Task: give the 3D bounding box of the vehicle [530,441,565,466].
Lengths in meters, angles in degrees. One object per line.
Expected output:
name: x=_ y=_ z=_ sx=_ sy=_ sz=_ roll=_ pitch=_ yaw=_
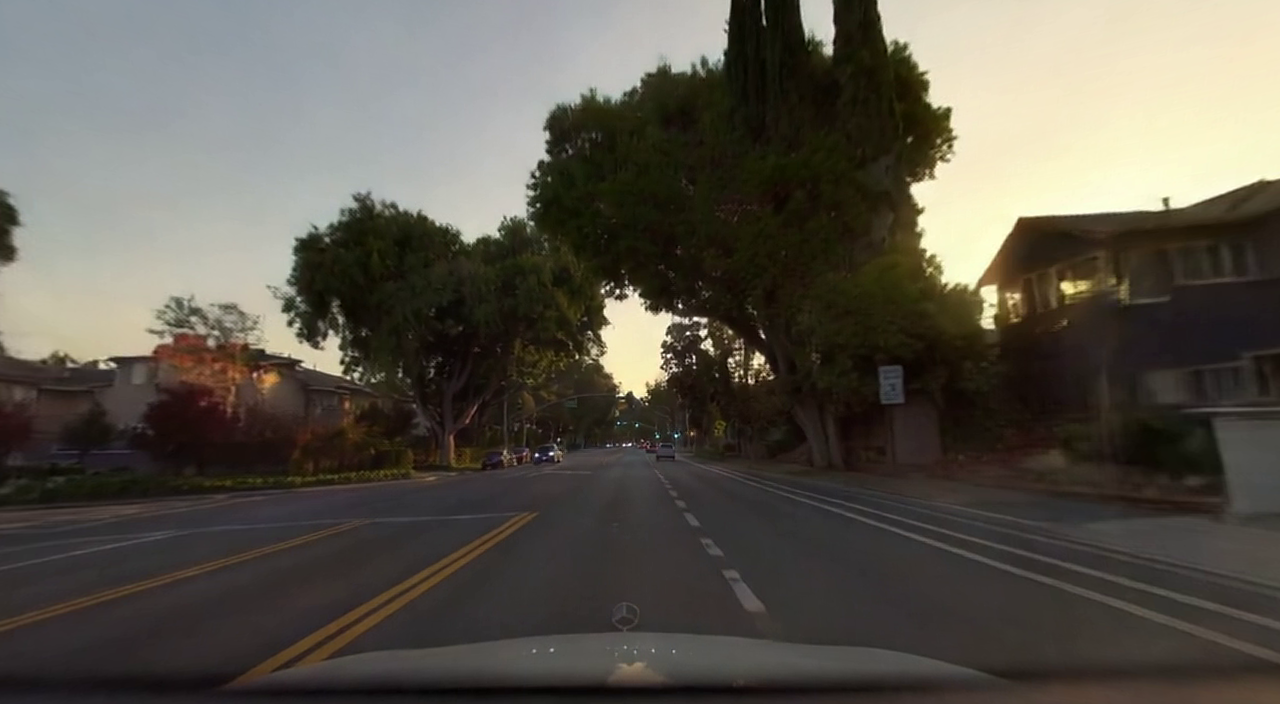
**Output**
vehicle: x=-7.109 y=7.894 z=49.088 sx=2.054 sy=1.814 sz=4.543 roll=0 pitch=-9 yaw=0
